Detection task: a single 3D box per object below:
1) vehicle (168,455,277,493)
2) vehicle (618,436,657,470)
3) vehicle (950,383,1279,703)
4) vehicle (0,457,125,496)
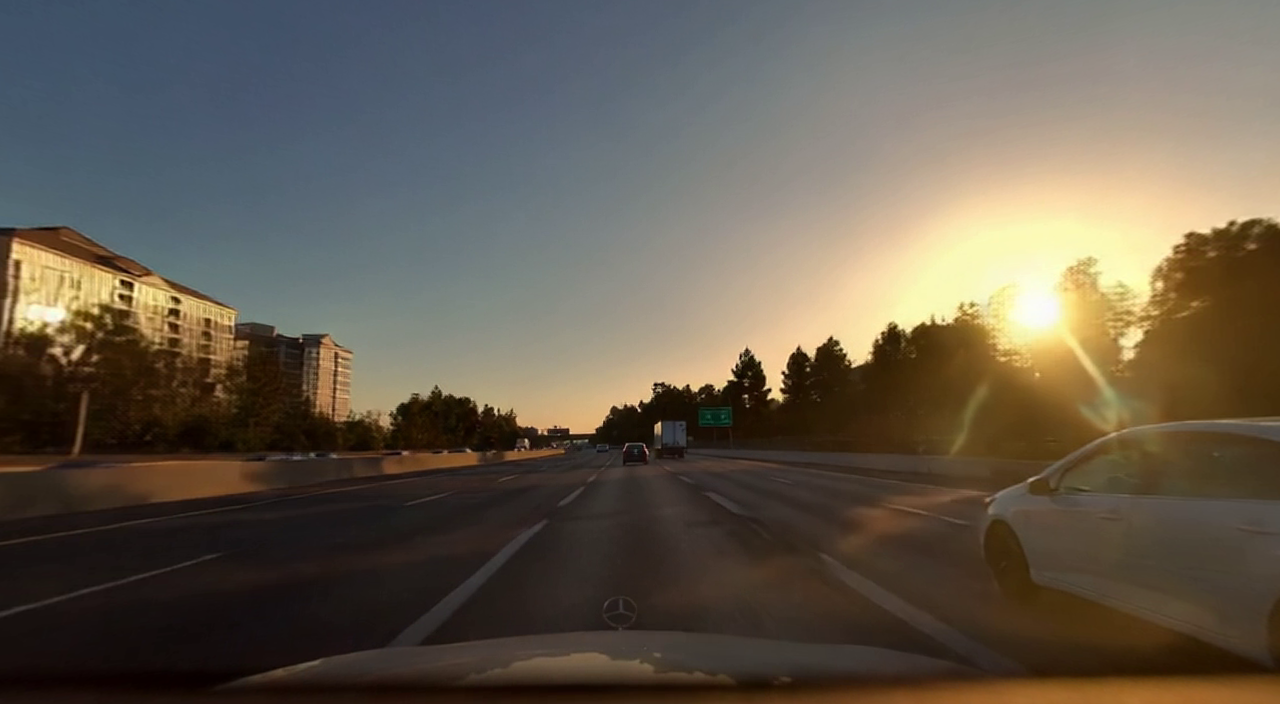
[{"bbox_3d":[-18.175,5.308,27.805,1.845,1.436,4.446,0,-8,-1],"label":"vehicle"},{"bbox_3d":[-0.172,6.198,38.875,2.297,1.912,4.355,0,-8,-1],"label":"vehicle"},{"bbox_3d":[3.841,1.050,3.552,1.950,1.596,4.326,0,-8,-1],"label":"vehicle"},{"bbox_3d":[-25.666,5.426,27.959,1.906,1.490,4.632,0,-8,-1],"label":"vehicle"}]
